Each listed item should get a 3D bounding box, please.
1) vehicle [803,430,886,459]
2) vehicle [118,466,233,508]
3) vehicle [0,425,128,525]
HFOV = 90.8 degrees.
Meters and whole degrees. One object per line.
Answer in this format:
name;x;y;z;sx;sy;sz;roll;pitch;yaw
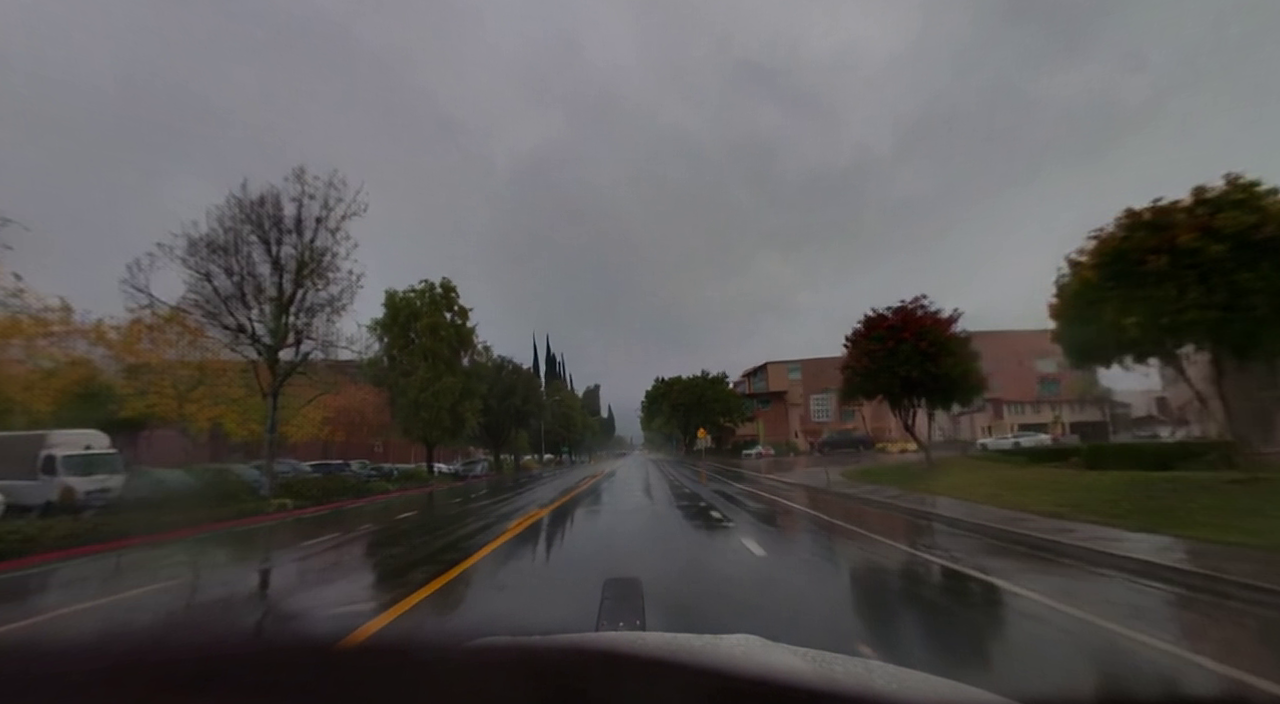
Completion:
vehicle;12.855;5.831;39.707;4.632;1.701;1.975;-5;-10;27
vehicle;-18.835;5.417;25.609;4.295;1.486;1.881;-5;-10;26
vehicle;-19.459;3.791;19.942;5.971;2.749;2.293;-4;-9;22
